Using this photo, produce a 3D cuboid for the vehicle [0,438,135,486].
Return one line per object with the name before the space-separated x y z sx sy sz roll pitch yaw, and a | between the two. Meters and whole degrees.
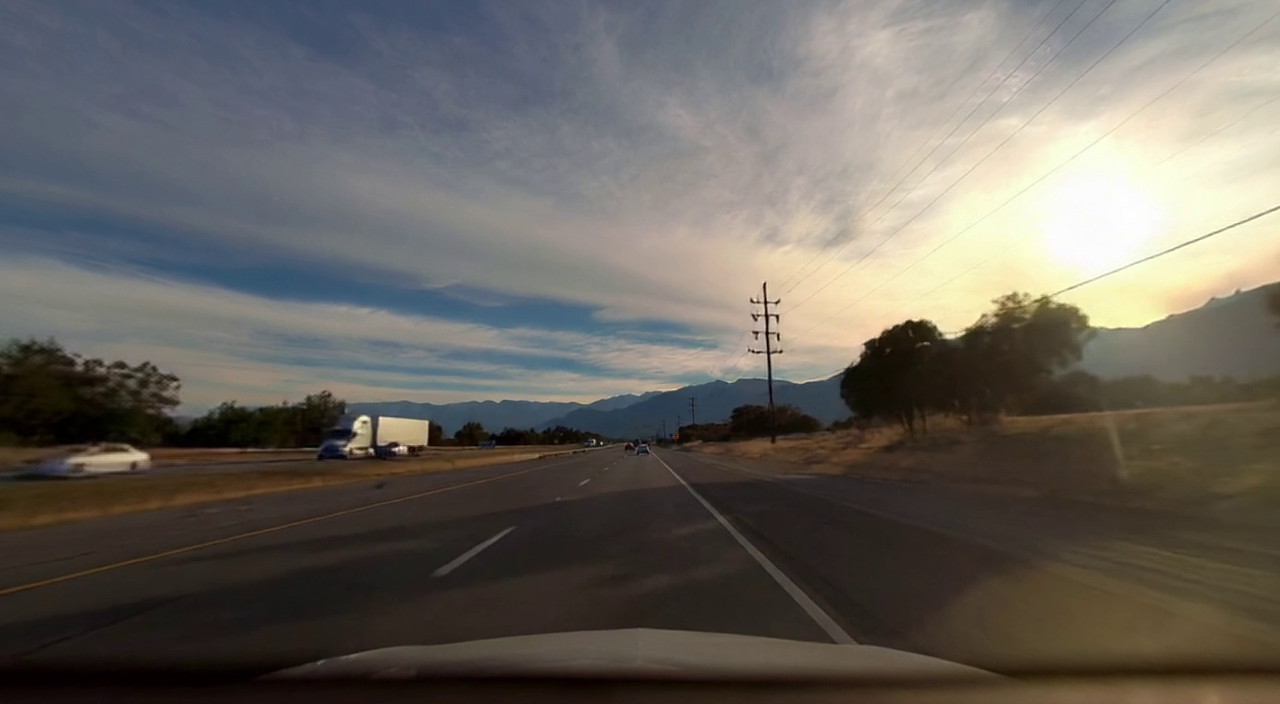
vehicle | -21.022 3.885 22.589 1.904 1.510 4.548 0 -8 2
